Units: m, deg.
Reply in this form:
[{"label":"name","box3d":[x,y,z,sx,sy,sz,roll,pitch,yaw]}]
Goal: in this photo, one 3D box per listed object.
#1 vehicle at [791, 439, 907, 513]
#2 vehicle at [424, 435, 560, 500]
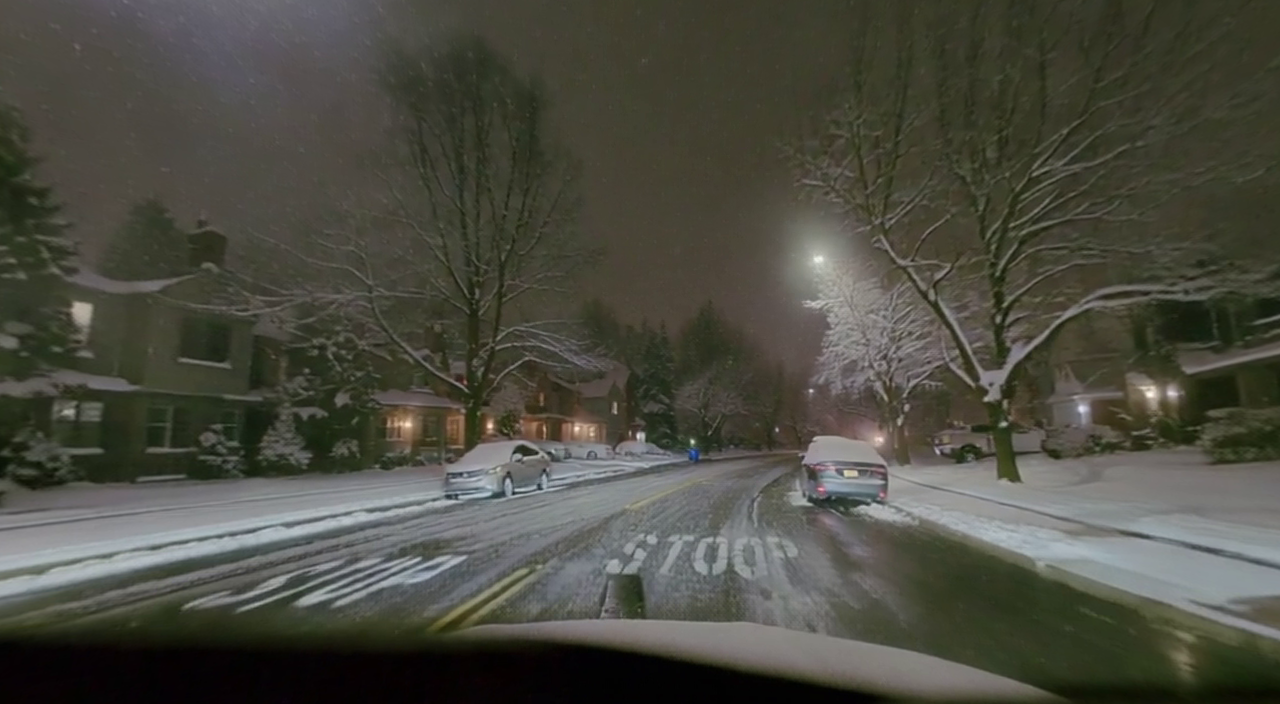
[{"label":"vehicle","box3d":[4.863,2.897,15.441,2.045,1.478,4.914,-2,-9,11]},{"label":"vehicle","box3d":[-4.301,3.453,19.332,2.030,1.696,4.828,-2,-9,14]}]
